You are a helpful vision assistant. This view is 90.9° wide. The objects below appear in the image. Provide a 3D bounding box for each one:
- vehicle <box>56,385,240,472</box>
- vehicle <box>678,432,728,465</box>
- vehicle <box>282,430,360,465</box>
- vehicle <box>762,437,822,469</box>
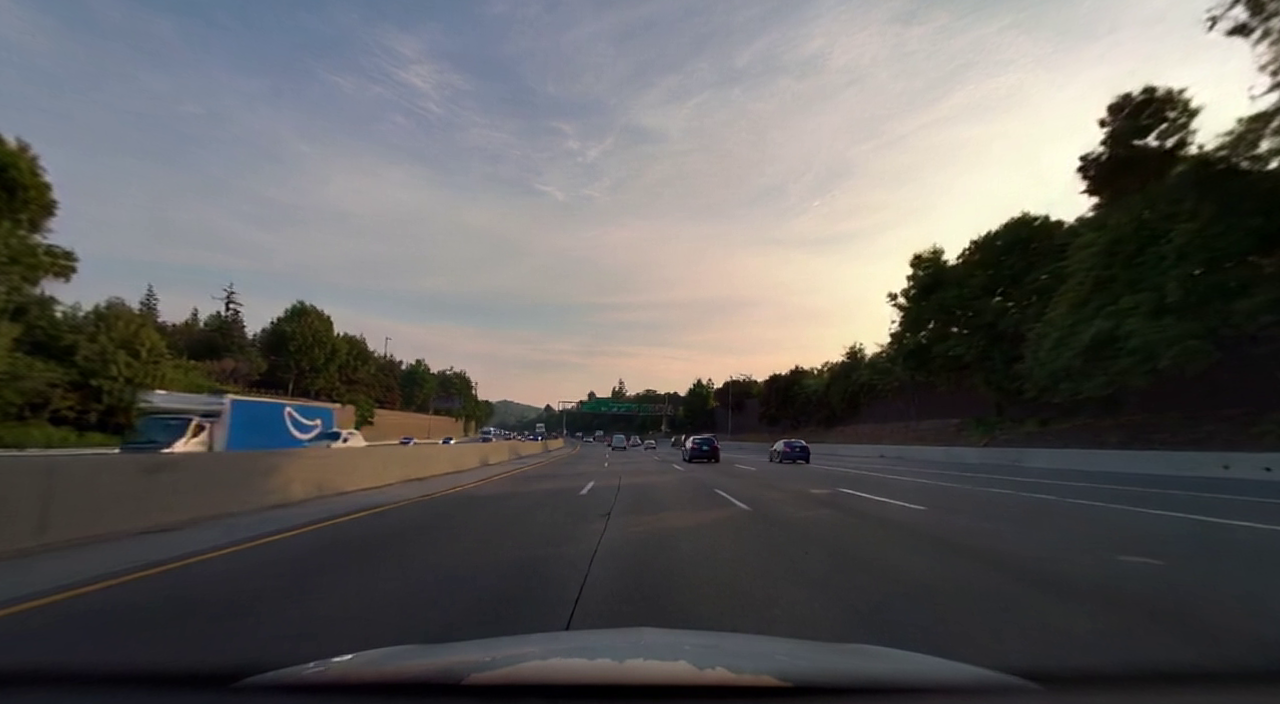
[{"bbox_3d":[-25.349,4.119,33.311,3.052,3.978,8.328,-1,-8,-1],"label":"vehicle"},{"bbox_3d":[3.519,5.495,35.857,2.141,1.732,4.279,0,-8,-3],"label":"vehicle"},{"bbox_3d":[-18.247,5.480,36.335,2.088,1.852,4.748,-1,-8,-2],"label":"vehicle"},{"bbox_3d":[7.410,4.974,31.204,1.798,1.473,4.077,0,-8,-2],"label":"vehicle"}]
